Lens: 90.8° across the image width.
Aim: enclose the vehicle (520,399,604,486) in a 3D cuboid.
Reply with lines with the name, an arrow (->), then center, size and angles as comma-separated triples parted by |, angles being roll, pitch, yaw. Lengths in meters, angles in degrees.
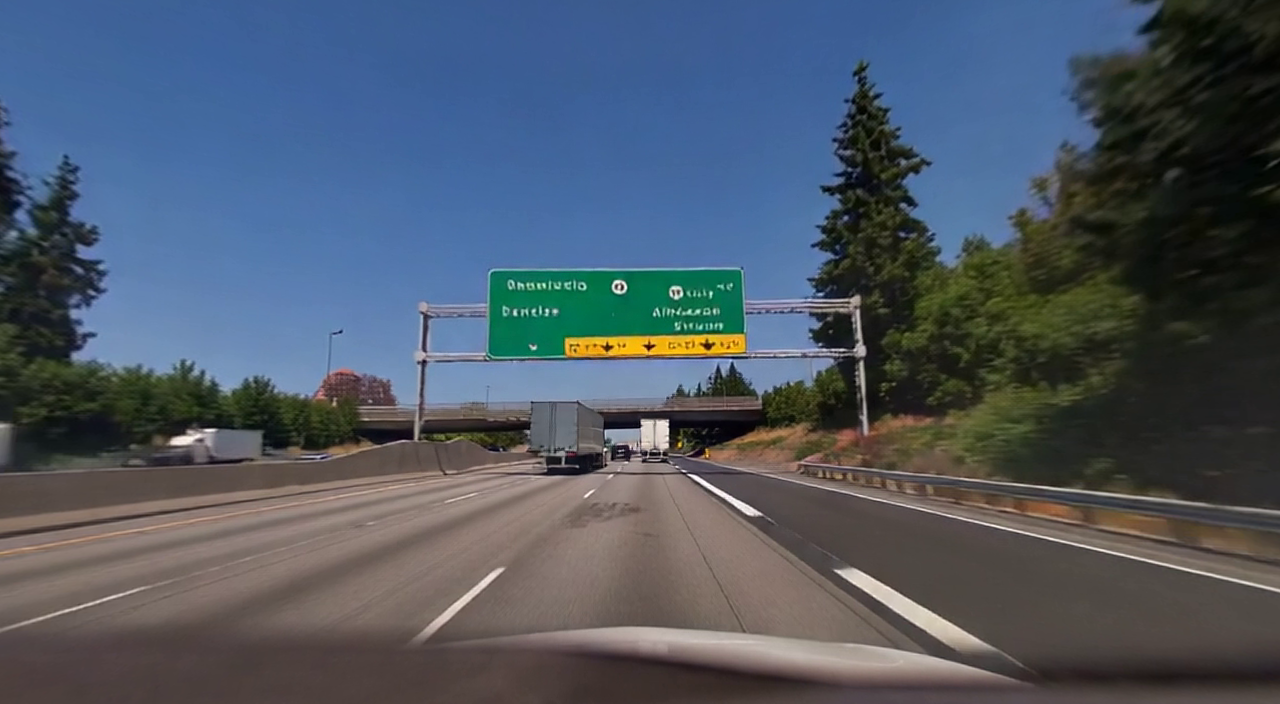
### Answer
vehicle -> -3.164, 3.960, 27.473 | 2.696, 3.266, 7.062 | 0, -9, 0
